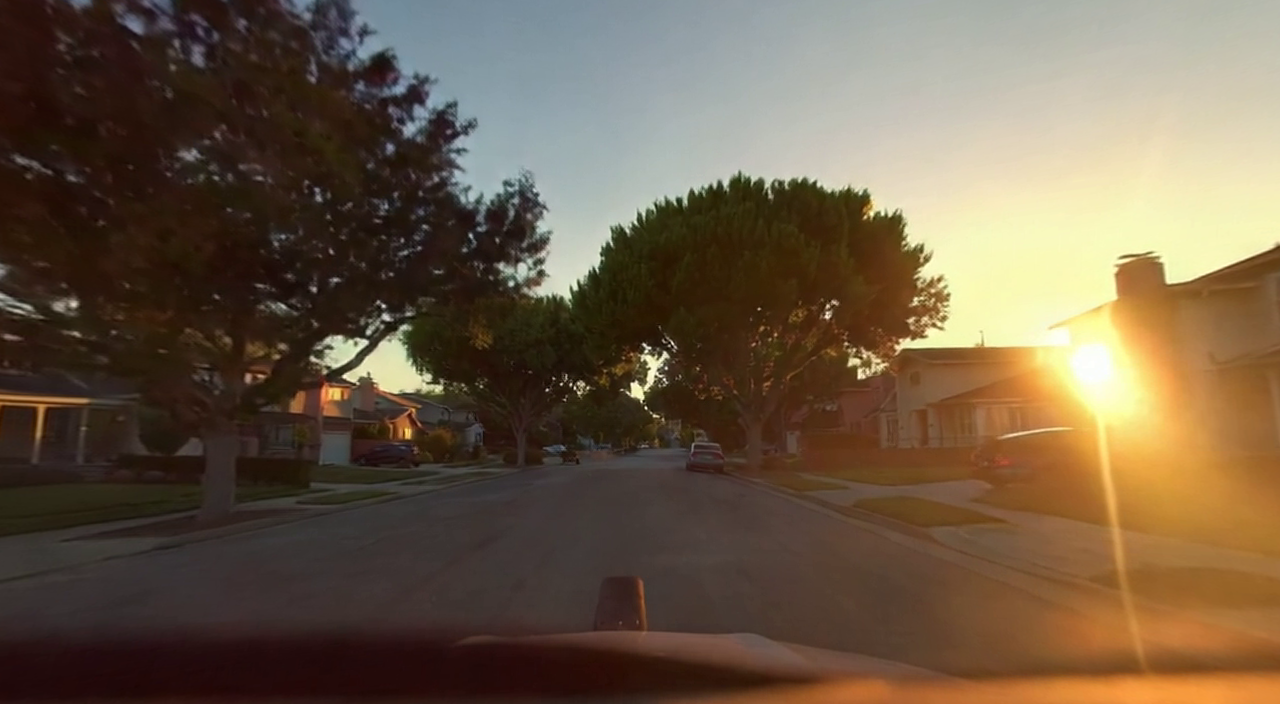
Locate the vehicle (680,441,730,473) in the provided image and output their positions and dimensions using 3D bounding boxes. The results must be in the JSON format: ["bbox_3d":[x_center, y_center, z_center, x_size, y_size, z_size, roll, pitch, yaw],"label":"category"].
[{"bbox_3d":[3.538,5.824,35.290,2.136,1.596,4.790,0,-8,-1],"label":"vehicle"}]

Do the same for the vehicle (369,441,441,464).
[{"bbox_3d":[-17.435,7.470,47.070,4.607,1.573,2.058,1,-8,-5],"label":"vehicle"}]
